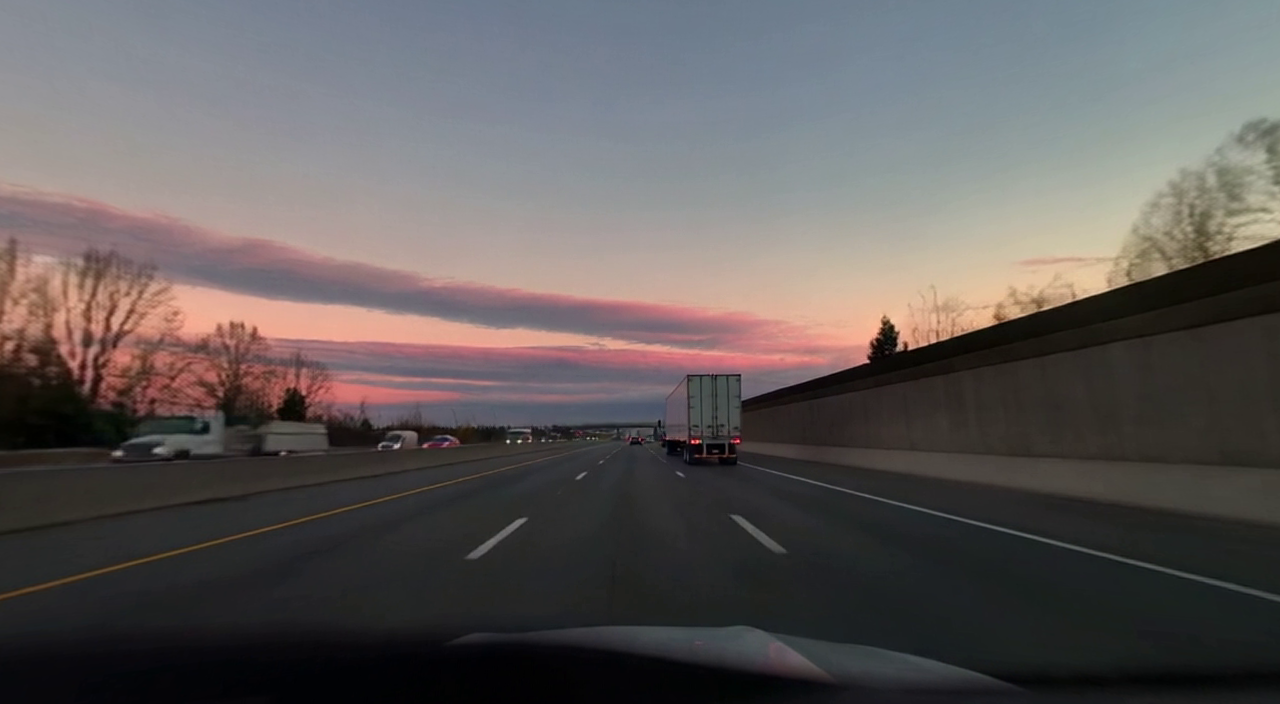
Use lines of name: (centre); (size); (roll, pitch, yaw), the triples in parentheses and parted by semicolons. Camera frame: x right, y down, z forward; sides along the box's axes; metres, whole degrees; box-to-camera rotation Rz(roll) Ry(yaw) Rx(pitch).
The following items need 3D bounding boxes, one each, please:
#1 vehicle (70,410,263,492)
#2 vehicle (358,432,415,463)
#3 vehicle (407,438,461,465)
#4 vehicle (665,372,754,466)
vehicle: (-15.922, 3.343, 21.723); (2.353, 2.443, 5.476); (0, -8, 0)
vehicle: (-19.824, 7.462, 49.412); (2.313, 2.319, 5.079); (0, -8, 0)
vehicle: (-12.410, 5.980, 38.136); (1.838, 1.534, 4.240); (0, -8, -1)
vehicle: (3.407, 4.009, 35.893); (2.979, 4.161, 15.508); (0, -8, -1)
